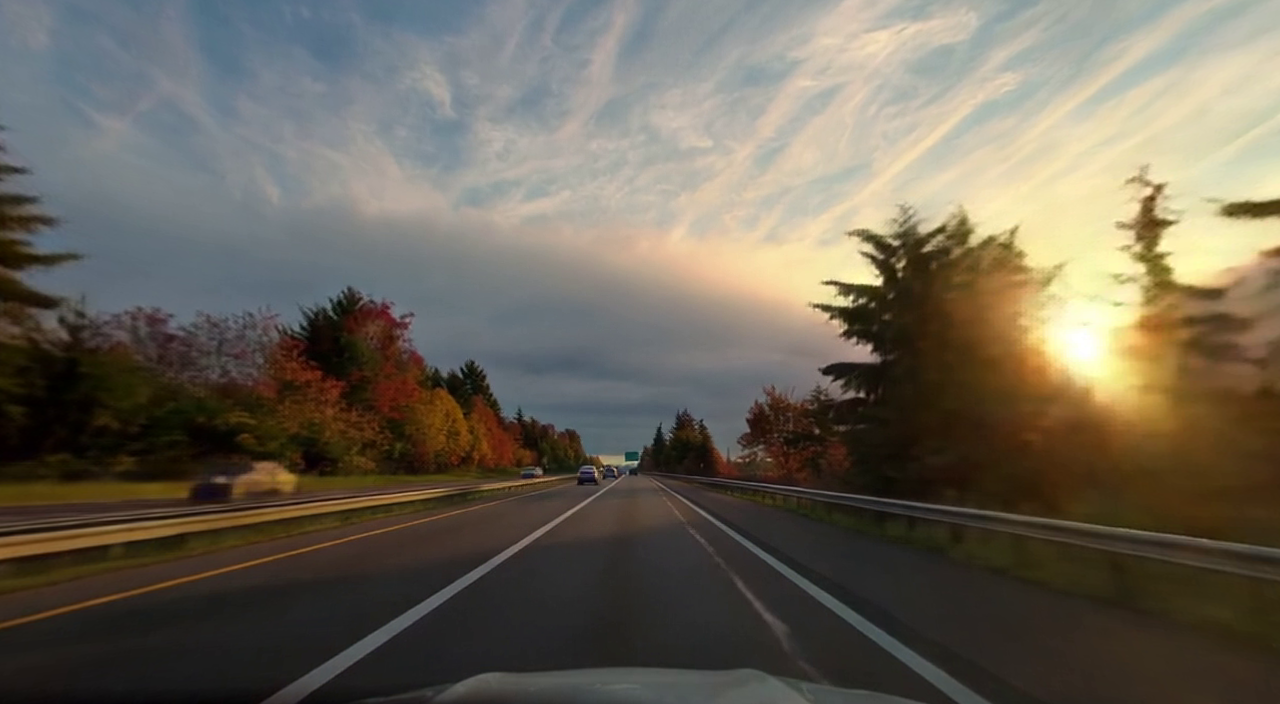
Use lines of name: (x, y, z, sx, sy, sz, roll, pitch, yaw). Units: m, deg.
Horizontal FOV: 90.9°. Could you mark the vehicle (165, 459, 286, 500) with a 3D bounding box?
vehicle: (-17.497, 5.416, 26.917, 1.973, 1.567, 4.633, 1, -11, 0)
